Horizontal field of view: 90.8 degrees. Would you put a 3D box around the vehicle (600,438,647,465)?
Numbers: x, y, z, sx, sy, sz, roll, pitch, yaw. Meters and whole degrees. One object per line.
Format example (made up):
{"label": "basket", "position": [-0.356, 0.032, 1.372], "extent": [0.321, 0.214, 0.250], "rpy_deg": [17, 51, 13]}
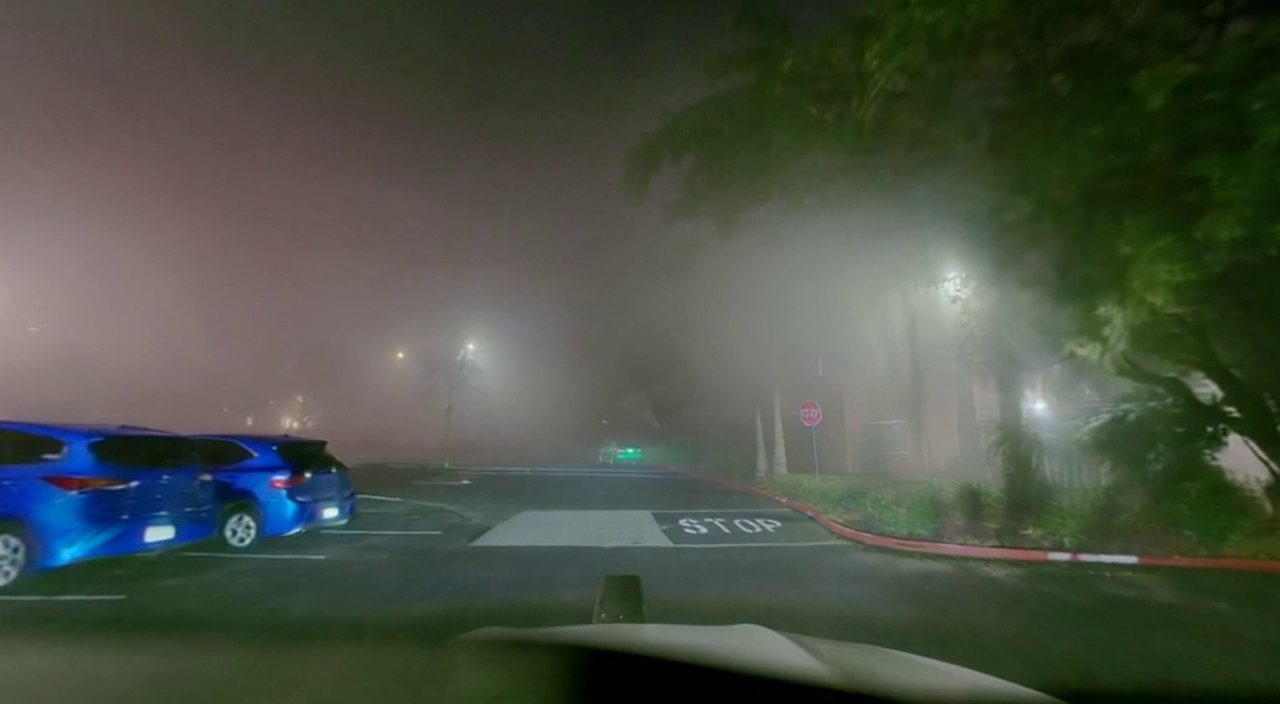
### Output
{"label": "vehicle", "position": [-1.174, 6.744, 42.947], "extent": [2.071, 1.700, 4.367], "rpy_deg": [2, -9, -17]}

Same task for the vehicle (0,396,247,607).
{"label": "vehicle", "position": [-6.985, 1.475, 6.879], "extent": [4.272, 1.760, 2.045], "rpy_deg": [-2, -9, 13]}
